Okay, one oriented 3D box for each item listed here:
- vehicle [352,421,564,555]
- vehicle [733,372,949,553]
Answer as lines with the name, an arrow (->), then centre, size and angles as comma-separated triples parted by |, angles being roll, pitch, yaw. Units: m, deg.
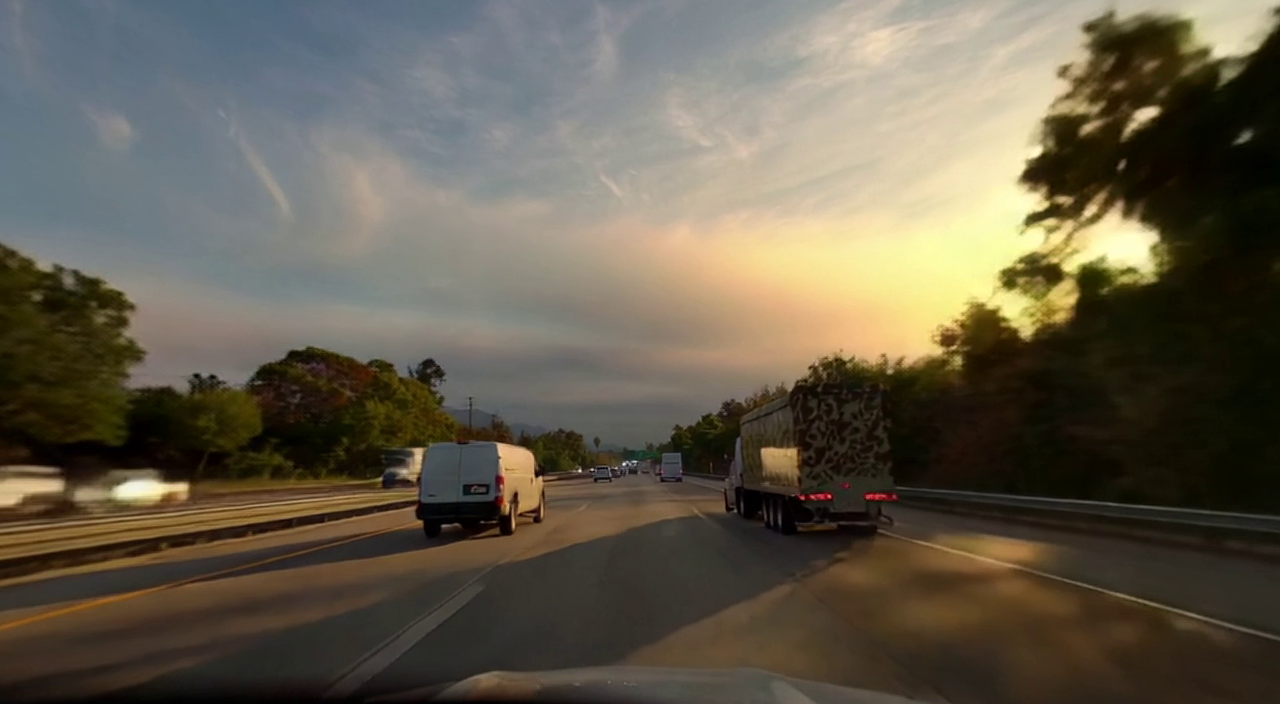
vehicle -> -3.007, 2.476, 11.942 | 2.378, 1.930, 5.086 | 1, -10, 1
vehicle -> 3.744, 2.307, 13.192 | 2.703, 2.988, 5.097 | 1, -10, -1
